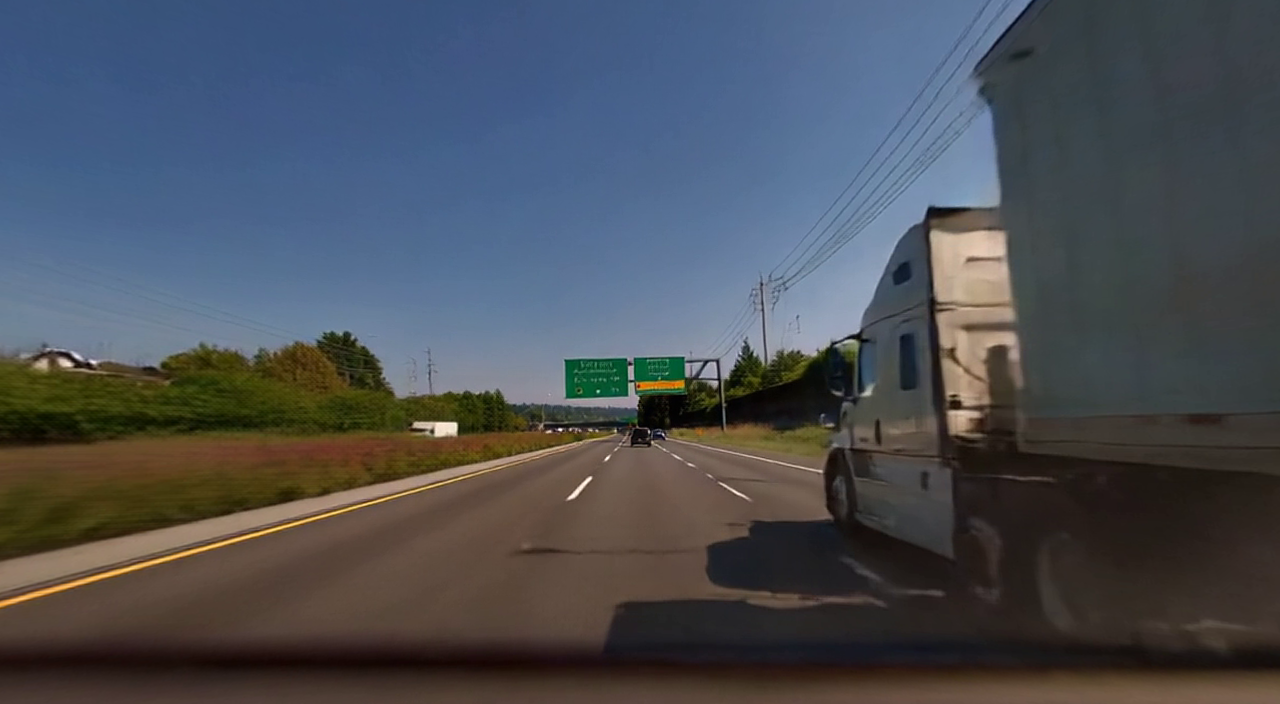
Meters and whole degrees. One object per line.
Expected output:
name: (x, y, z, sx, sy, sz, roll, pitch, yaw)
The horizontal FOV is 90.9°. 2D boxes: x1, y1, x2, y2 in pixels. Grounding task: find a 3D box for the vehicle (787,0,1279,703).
vehicle: (3.656, 0.139, 5.809, 3.031, 3.881, 5.944, 0, -8, -1)
